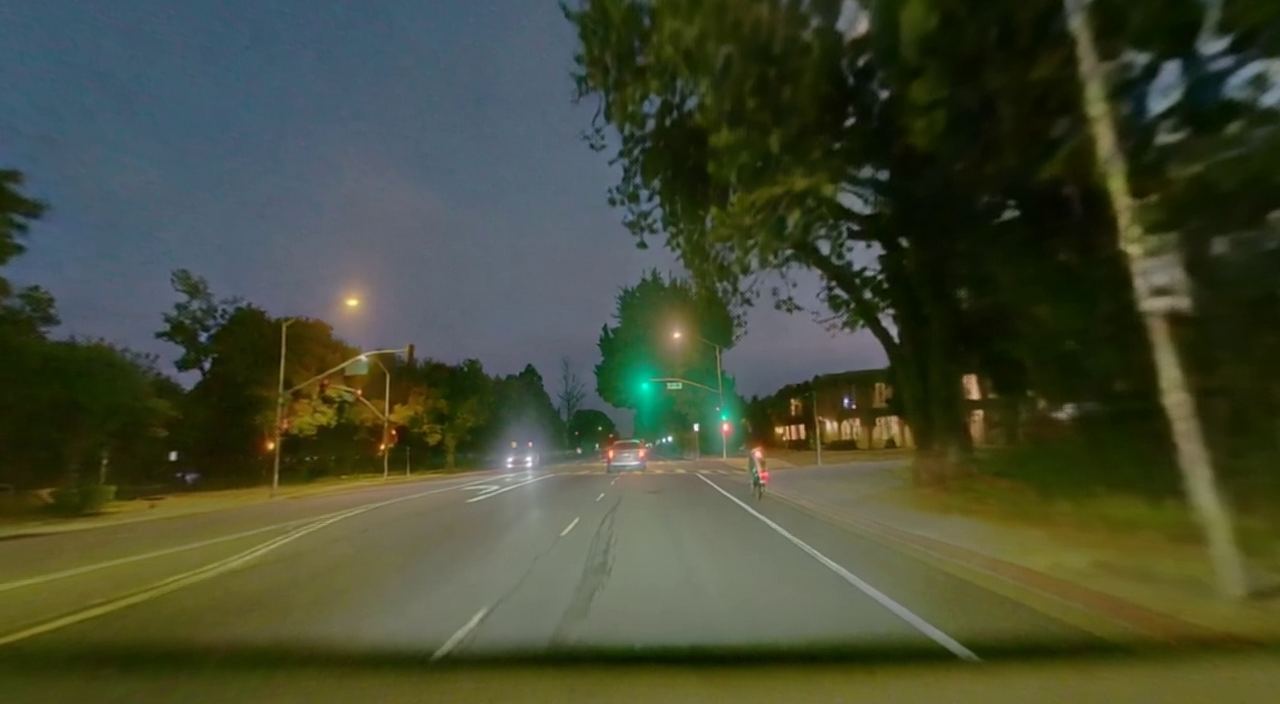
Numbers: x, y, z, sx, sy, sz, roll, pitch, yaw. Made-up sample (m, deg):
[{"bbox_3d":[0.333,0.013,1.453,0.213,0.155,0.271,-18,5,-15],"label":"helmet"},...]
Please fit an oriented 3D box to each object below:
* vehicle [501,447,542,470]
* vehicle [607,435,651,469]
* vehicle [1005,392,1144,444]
[{"bbox_3d":[-8.596,7.723,46.089,2.036,1.593,4.367,-1,-8,2],"label":"vehicle"},{"bbox_3d":[-0.576,5.739,36.392,2.215,1.799,4.426,-1,-8,3],"label":"vehicle"},{"bbox_3d":[15.826,2.525,23.410,1.982,1.705,4.677,-1,-8,3],"label":"vehicle"}]
